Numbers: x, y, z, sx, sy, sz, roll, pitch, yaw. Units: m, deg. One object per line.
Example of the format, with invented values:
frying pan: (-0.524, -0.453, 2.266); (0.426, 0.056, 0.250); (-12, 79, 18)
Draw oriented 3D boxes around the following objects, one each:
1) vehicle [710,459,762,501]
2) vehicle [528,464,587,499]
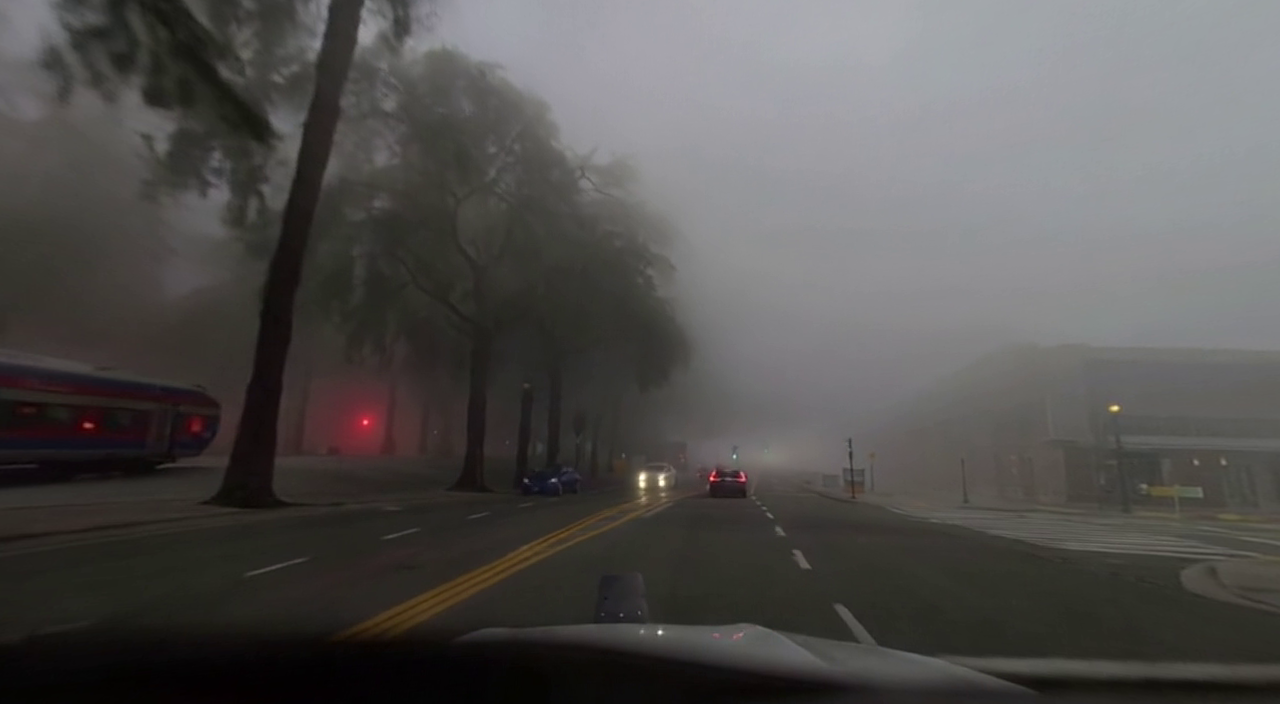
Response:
vehicle: (4.601, 6.164, 30.687); (2.263, 1.765, 4.237); (-1, -9, 7)
vehicle: (-4.123, 6.553, 32.287); (2.042, 1.531, 4.403); (-1, -9, 6)
